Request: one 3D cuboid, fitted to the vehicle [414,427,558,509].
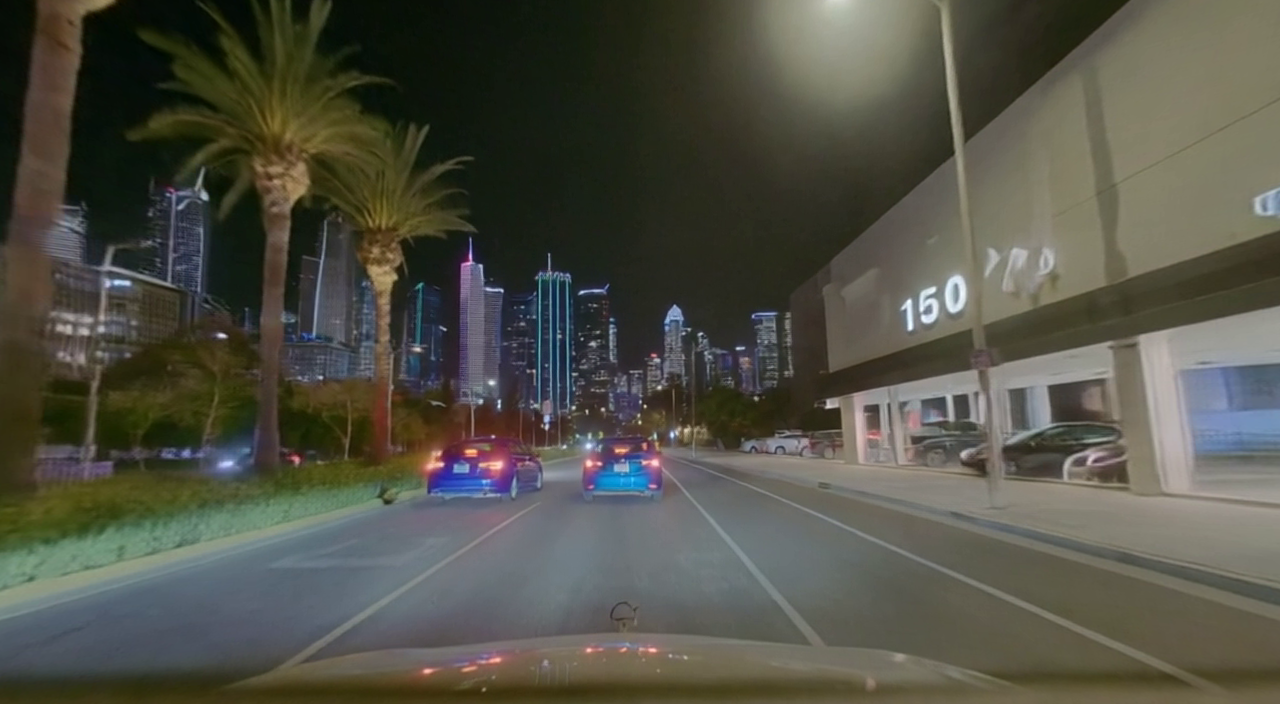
[{"bbox_3d":[-3.207,2.513,14.214,2.071,1.544,4.383,0,-8,1],"label":"vehicle"}]

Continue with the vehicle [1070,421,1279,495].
[{"bbox_3d":[13.333,2.488,15.087,4.749,1.522,1.905,-1,-9,-3],"label":"vehicle"}]

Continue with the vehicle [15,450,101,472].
[{"bbox_3d":[-42.360,7.940,46.041,4.309,1.484,1.884,0,-8,-1],"label":"vehicle"}]

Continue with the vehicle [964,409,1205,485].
[{"bbox_3d":[12.548,2.706,18.122,5.188,1.805,2.228,-2,-8,-3],"label":"vehicle"}]

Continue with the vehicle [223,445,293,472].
[{"bbox_3d":[-23.720,6.593,39.403,1.819,1.587,3.963,0,-8,0],"label":"vehicle"}]

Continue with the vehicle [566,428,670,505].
[{"bbox_3d":[-0.425,2.480,14.059,2.004,1.465,3.713,0,-8,0],"label":"vehicle"}]
